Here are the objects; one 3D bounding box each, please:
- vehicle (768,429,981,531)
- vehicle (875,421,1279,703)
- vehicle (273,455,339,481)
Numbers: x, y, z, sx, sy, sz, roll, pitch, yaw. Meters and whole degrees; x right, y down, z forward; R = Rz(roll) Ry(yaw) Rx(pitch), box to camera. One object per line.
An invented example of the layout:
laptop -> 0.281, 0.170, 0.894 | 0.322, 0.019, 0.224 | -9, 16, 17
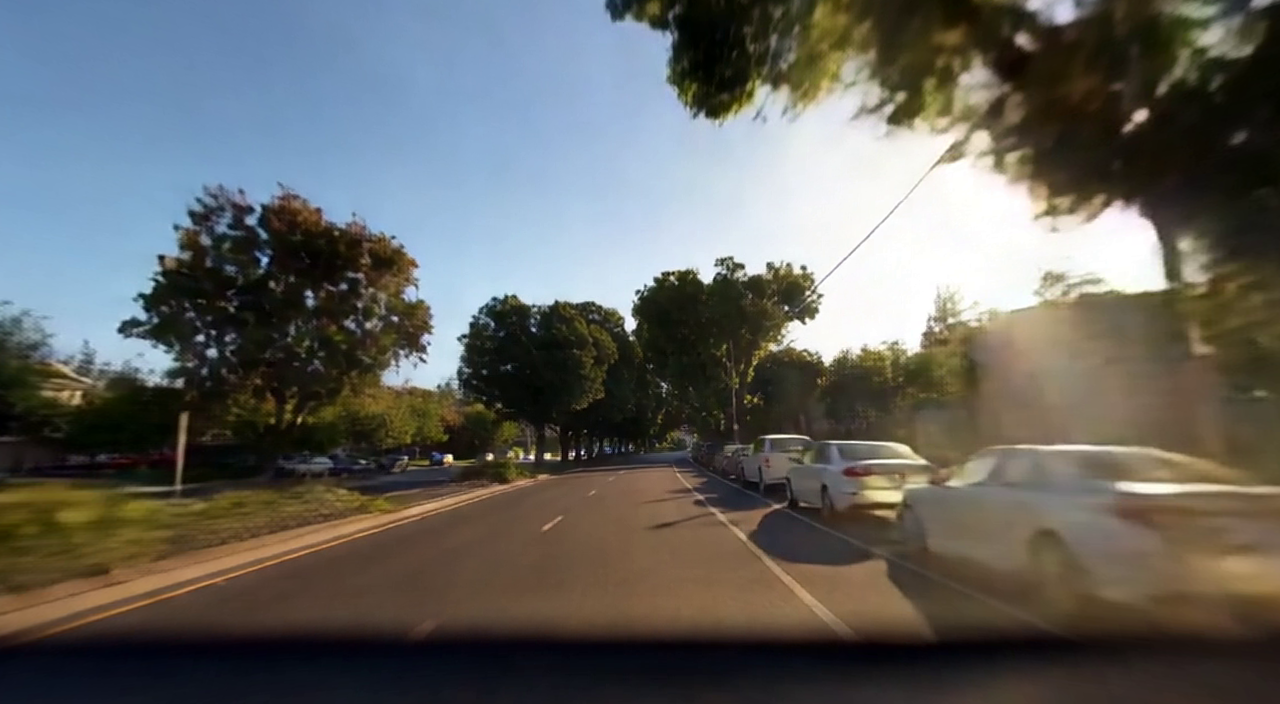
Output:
vehicle -> 4.050, 2.301, 12.031 | 2.039, 1.499, 4.888 | 0, -9, -2
vehicle -> 4.085, 1.437, 5.608 | 1.981, 1.436, 5.021 | 0, -9, -1
vehicle -> -23.133, 8.025, 43.987 | 1.967, 1.467, 4.769 | -2, -7, 0
